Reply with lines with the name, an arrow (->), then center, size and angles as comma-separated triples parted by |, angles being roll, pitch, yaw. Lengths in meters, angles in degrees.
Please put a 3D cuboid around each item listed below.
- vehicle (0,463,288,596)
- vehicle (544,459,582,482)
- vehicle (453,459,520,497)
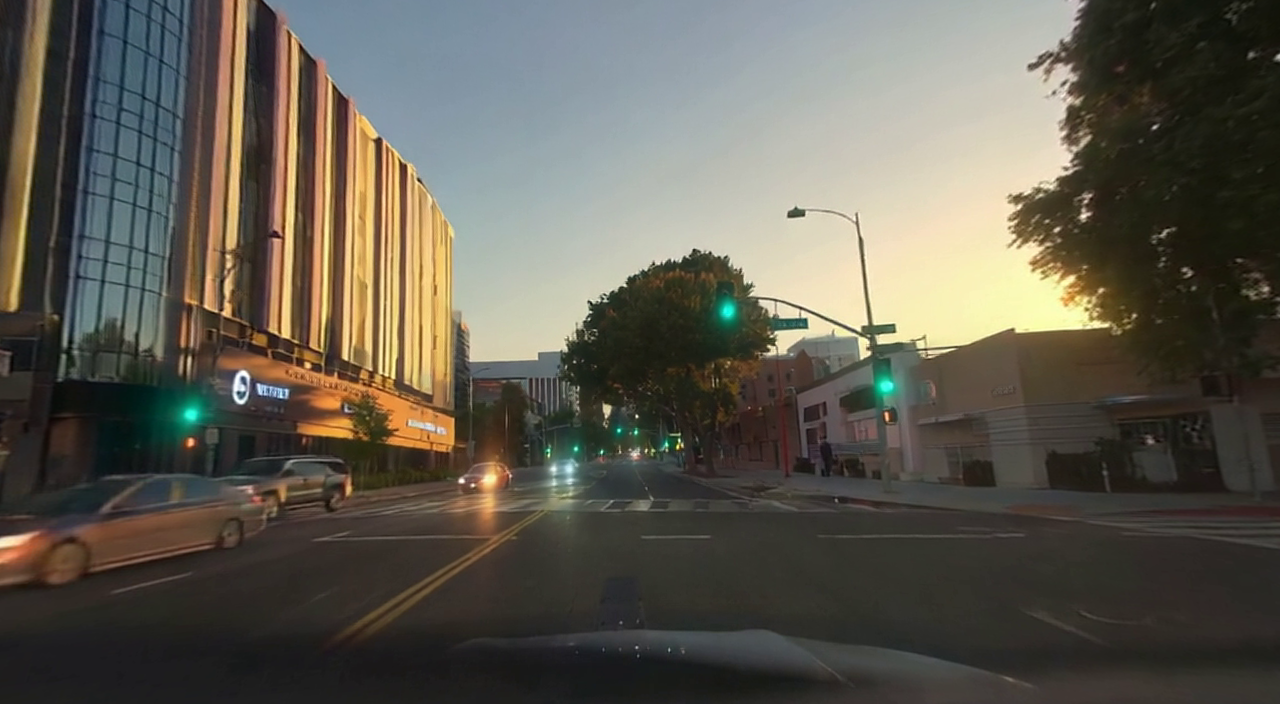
vehicle -> -7.655, 2.503, 9.725 | 1.893, 1.451, 4.276 | -1, -9, 2
vehicle -> -5.860, 9.028, 48.485 | 2.037, 1.563, 4.754 | -1, -9, 3
vehicle -> -6.851, 5.652, 28.594 | 1.897, 1.537, 3.770 | -1, -9, 4
